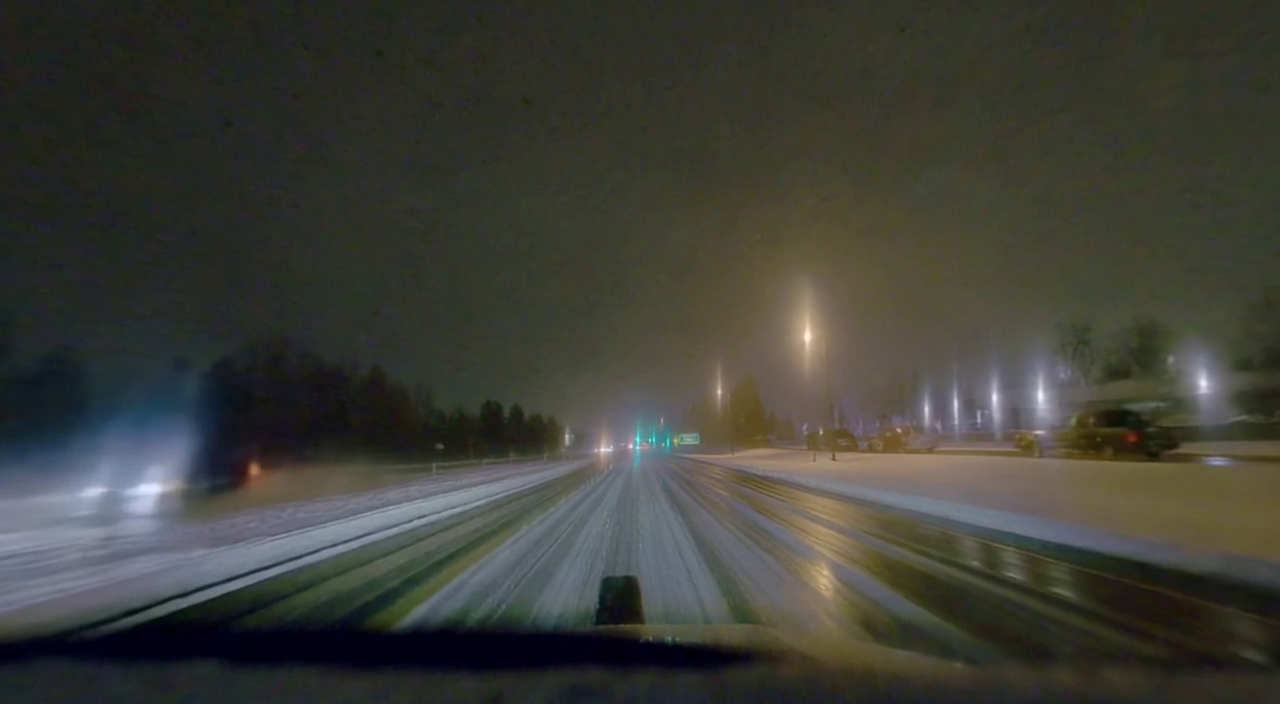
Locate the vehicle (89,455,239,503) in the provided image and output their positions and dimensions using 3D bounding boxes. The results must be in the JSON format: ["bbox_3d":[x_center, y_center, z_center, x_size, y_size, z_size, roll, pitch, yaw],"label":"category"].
[{"bbox_3d":[-16.839,4.470,22.677,1.829,1.490,4.559,0,-9,0],"label":"vehicle"}]

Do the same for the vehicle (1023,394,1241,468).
[{"bbox_3d":[30.679,5.336,40.962,2.942,3.946,14.093,0,-9,1],"label":"vehicle"}]
